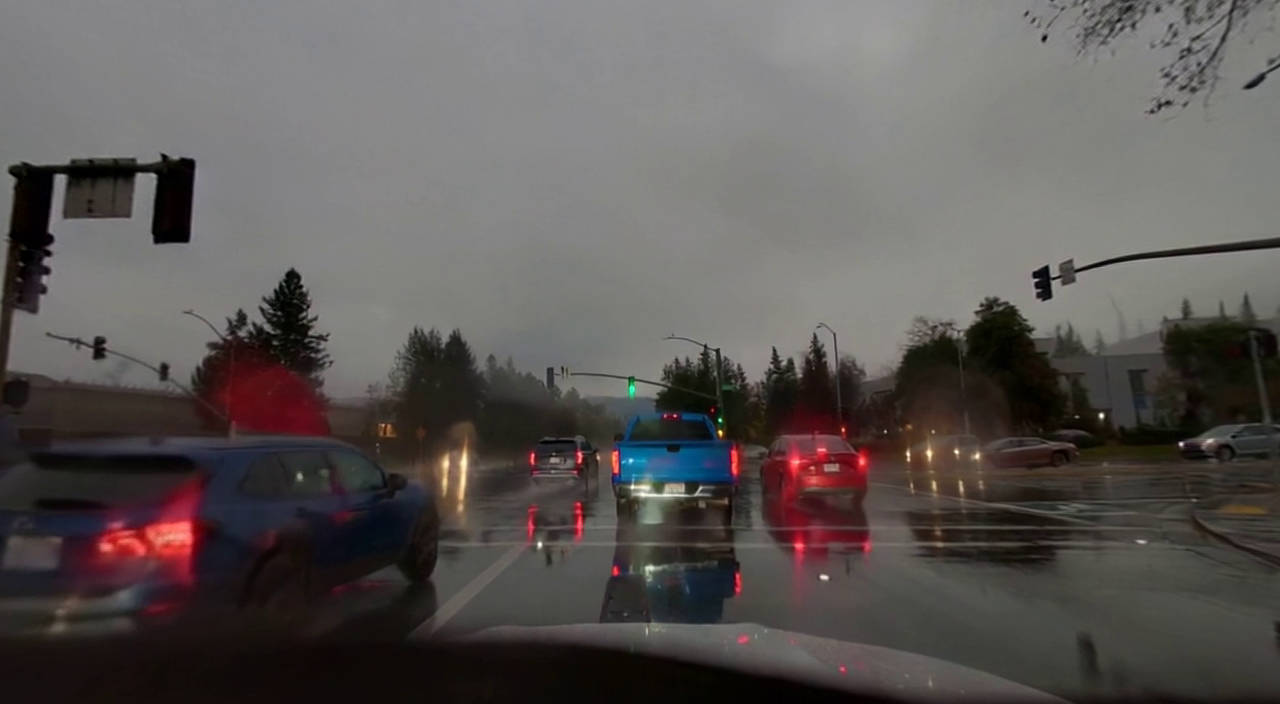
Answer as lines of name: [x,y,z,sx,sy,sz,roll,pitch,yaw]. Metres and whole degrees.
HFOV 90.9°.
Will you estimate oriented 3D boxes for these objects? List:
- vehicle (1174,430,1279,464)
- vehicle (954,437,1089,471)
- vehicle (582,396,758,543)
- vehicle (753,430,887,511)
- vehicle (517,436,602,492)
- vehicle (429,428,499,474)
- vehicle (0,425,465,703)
vehicle: [27.610,4.327,28.782,4.681,1.458,1.908,0,-8,-1]
vehicle: [16.735,4.491,27.794,4.809,1.458,1.842,1,-8,-3]
vehicle: [0.511,2.019,11.461,2.505,2.084,4.768,0,-8,2]
vehicle: [4.129,2.787,15.287,1.984,1.659,4.226,0,-8,0]
vehicle: [-2.645,3.837,22.043,2.125,1.739,4.707,0,-8,3]
vehicle: [-13.061,7.416,47.539,2.856,3.139,8.117,0,-8,0]
vehicle: [-3.318,1.487,5.765,1.998,1.481,4.656,0,-8,1]
